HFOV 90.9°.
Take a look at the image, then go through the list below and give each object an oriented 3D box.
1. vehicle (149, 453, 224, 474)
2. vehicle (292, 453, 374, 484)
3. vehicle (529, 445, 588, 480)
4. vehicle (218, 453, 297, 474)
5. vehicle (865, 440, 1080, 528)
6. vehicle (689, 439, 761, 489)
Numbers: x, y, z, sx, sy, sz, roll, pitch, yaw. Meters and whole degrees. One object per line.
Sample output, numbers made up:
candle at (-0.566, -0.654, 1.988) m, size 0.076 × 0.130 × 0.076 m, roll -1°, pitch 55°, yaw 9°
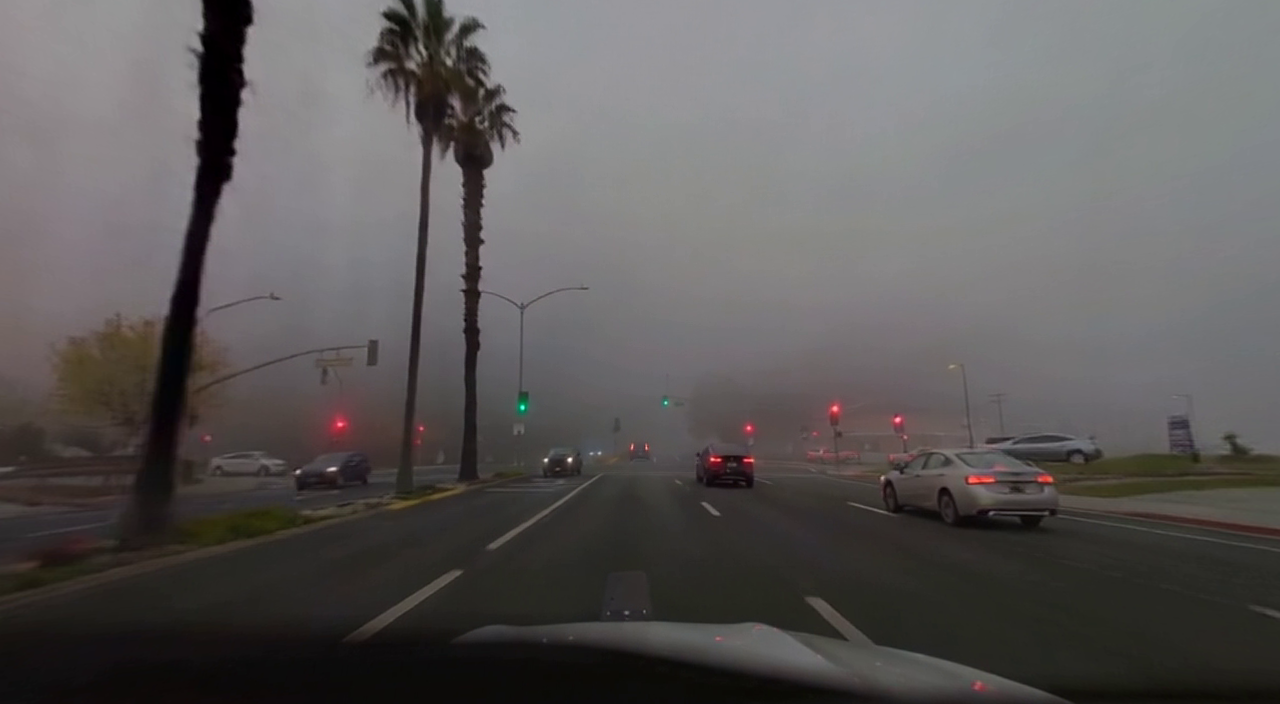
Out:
vehicle at (-34.097, 8.376, 47.452) m, size 4.268 × 1.476 × 1.802 m, roll 0°, pitch -9°, yaw 0°
vehicle at (-15.647, 5.932, 32.400) m, size 1.902 × 1.466 × 4.463 m, roll 0°, pitch -9°, yaw 0°
vehicle at (-3.715, 5.115, 29.473) m, size 2.037 × 1.472 × 4.152 m, roll 0°, pitch -9°, yaw 3°
vehicle at (-28.650, 8.341, 47.271) m, size 4.579 × 1.504 × 1.942 m, roll 0°, pitch -9°, yaw -1°
vehicle at (6.482, 2.597, 13.035) m, size 1.890 × 1.471 × 4.566 m, roll 0°, pitch -9°, yaw -1°
vehicle at (3.011, 4.061, 23.183) m, size 2.009 × 1.639 × 4.267 m, roll 0°, pitch -9°, yaw -1°
